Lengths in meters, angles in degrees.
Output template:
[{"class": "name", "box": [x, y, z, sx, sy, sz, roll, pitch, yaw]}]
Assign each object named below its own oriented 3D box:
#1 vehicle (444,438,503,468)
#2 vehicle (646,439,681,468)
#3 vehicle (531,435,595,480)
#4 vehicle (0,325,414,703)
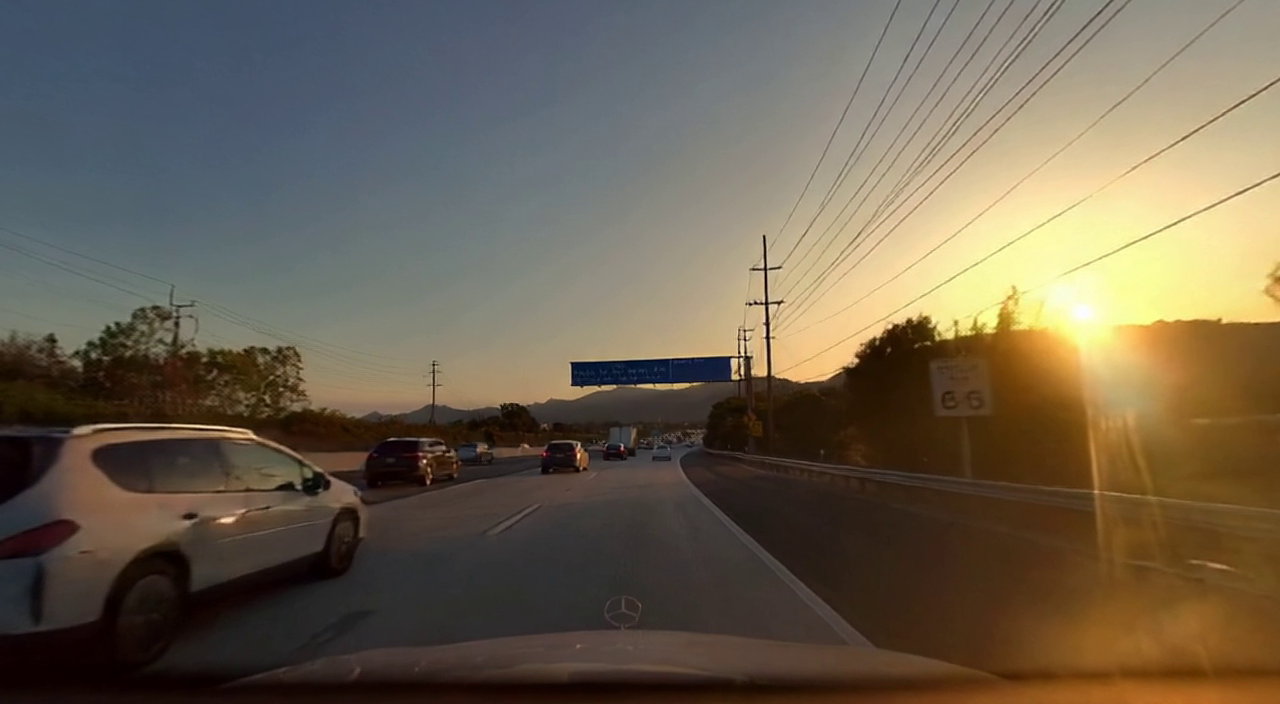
[{"class": "vehicle", "box": [-10.095, 6.195, 38.710, 2.097, 1.722, 4.981, 0, -9, 2]}, {"class": "vehicle", "box": [1.479, 6.137, 38.214, 2.038, 1.677, 4.219, -1, -9, 4]}, {"class": "vehicle", "box": [-3.056, 4.301, 25.916, 1.976, 1.688, 4.124, 0, -9, 2]}, {"class": "vehicle", "box": [-3.579, 1.079, 4.237, 2.202, 1.801, 4.959, 0, -9, 1]}]
